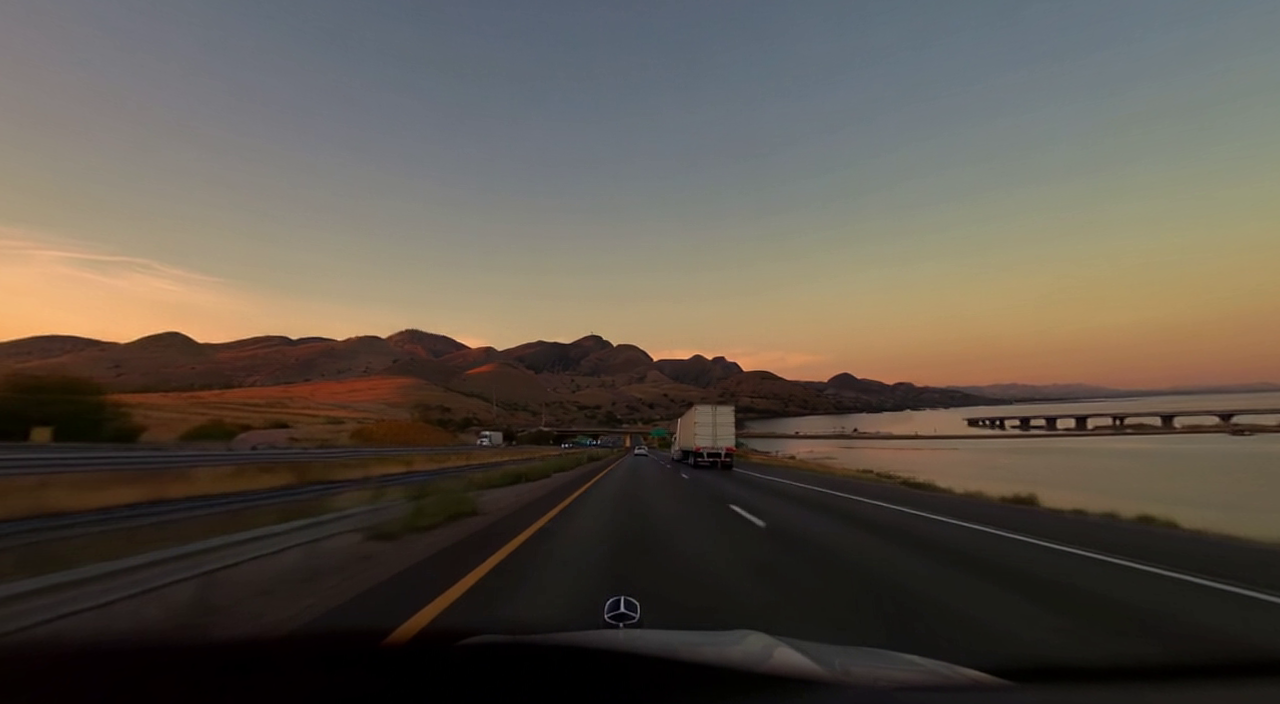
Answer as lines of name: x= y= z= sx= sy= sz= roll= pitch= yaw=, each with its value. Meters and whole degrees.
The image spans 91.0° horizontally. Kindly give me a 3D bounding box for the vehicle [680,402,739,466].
vehicle: x=4.808 y=6.212 z=46.566 sx=3.035 sy=4.005 sz=13.454 roll=0 pitch=-9 yaw=1
